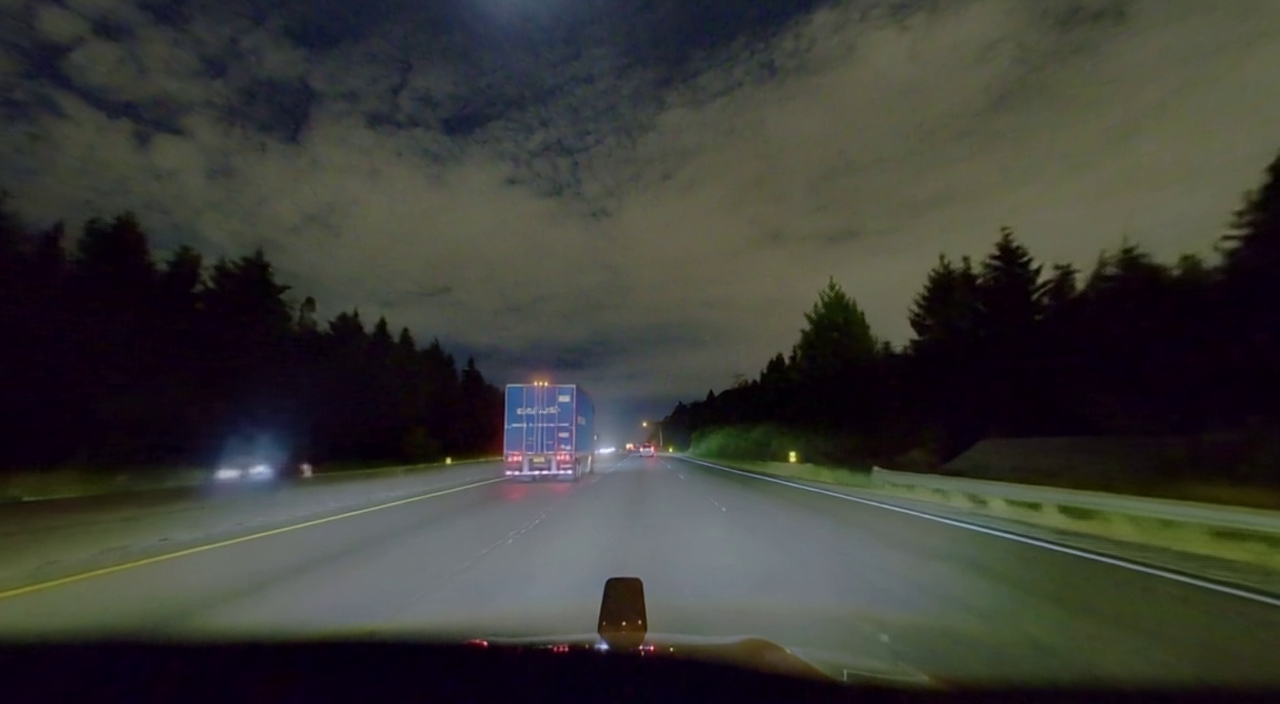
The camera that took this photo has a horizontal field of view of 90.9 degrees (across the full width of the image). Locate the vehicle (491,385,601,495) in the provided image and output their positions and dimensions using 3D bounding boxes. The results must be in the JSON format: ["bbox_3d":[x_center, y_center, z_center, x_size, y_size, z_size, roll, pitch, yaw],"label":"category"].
[{"bbox_3d":[-2.917,3.059,21.721,2.695,3.151,6.885,0,-9,0],"label":"vehicle"}]

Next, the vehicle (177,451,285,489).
[{"bbox_3d":[-16.940,4.880,26.378,1.819,1.454,3.978,0,-9,0],"label":"vehicle"}]
